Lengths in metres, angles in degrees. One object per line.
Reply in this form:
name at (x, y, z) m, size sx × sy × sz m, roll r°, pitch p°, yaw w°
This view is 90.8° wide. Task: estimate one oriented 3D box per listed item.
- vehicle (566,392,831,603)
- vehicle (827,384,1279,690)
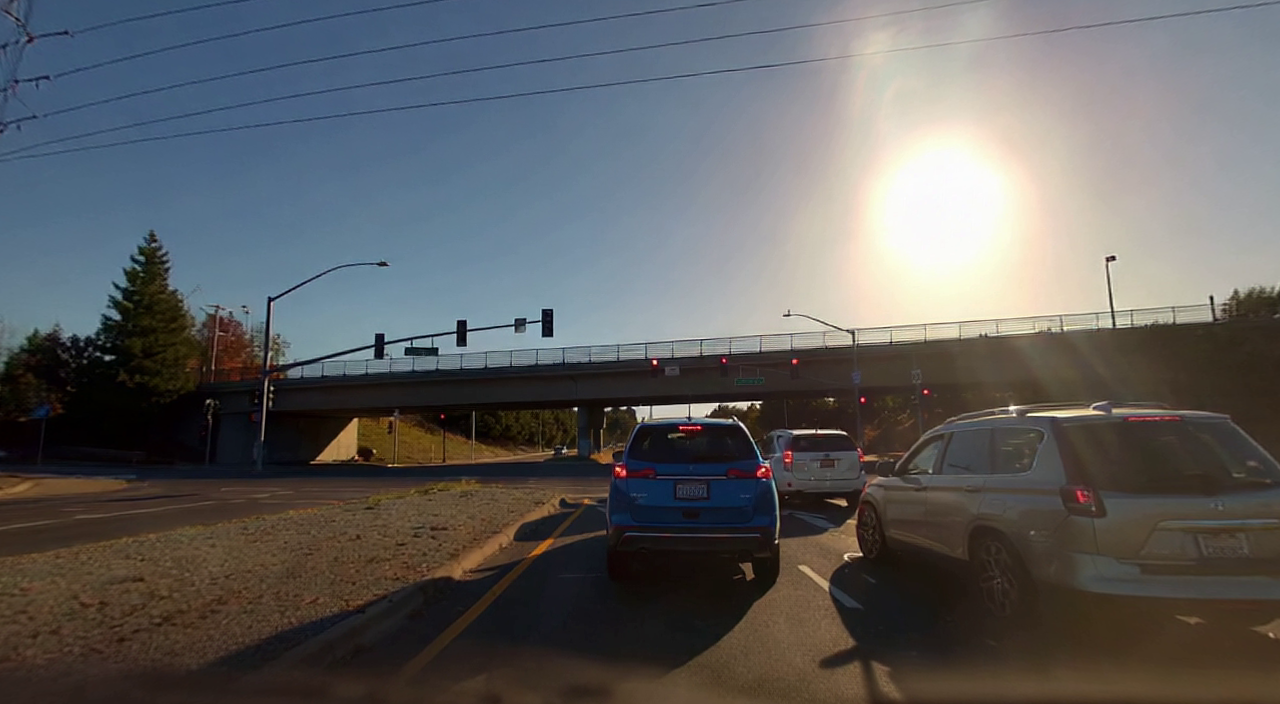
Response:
vehicle at (0.446, 1.553, 7.607) m, size 2.240 × 1.778 × 4.335 m, roll 0°, pitch -8°, yaw -1°
vehicle at (3.405, 1.338, 5.794) m, size 1.990 × 1.649 × 4.625 m, roll 0°, pitch -8°, yaw 0°
